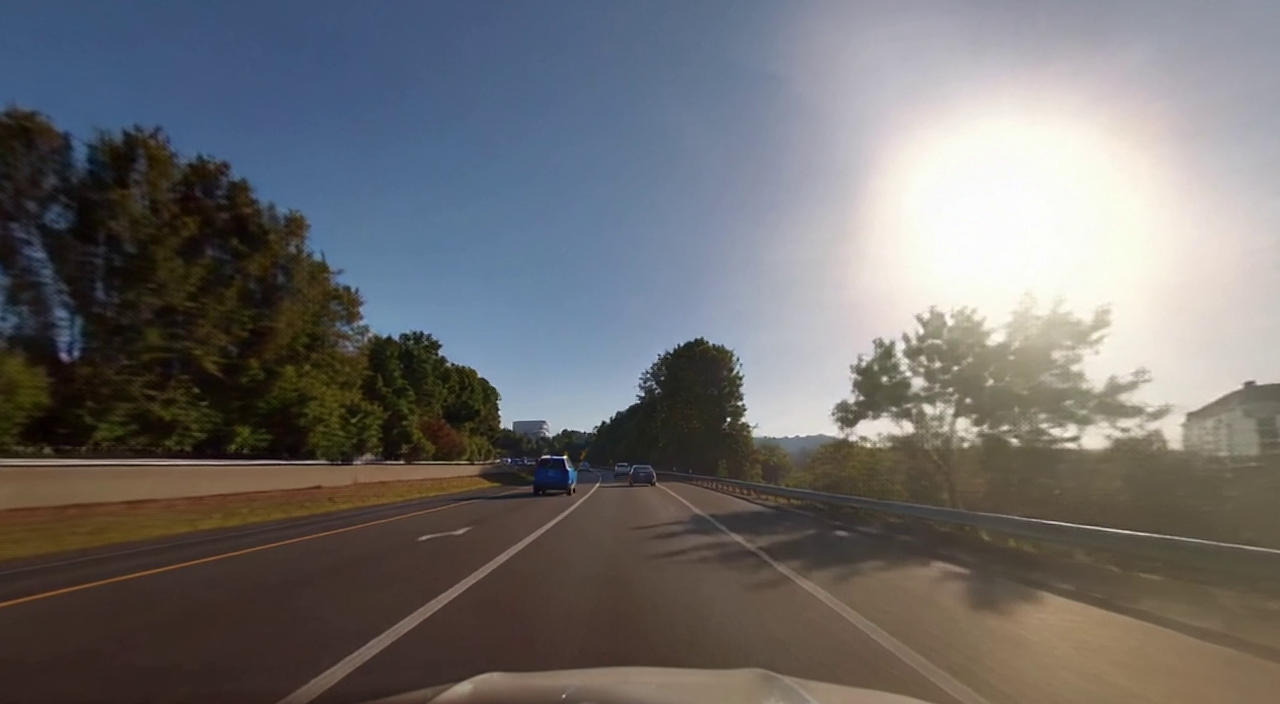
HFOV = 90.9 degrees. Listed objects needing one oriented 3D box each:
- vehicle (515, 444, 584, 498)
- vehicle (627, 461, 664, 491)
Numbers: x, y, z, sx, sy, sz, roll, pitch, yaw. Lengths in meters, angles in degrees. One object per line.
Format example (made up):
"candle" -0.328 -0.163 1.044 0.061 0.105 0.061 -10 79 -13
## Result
"vehicle" -3.825 5.187 27.619 2.237 2.113 4.815 0 -10 1
"vehicle" 0.283 6.976 35.419 1.905 1.559 3.491 1 -10 -2
